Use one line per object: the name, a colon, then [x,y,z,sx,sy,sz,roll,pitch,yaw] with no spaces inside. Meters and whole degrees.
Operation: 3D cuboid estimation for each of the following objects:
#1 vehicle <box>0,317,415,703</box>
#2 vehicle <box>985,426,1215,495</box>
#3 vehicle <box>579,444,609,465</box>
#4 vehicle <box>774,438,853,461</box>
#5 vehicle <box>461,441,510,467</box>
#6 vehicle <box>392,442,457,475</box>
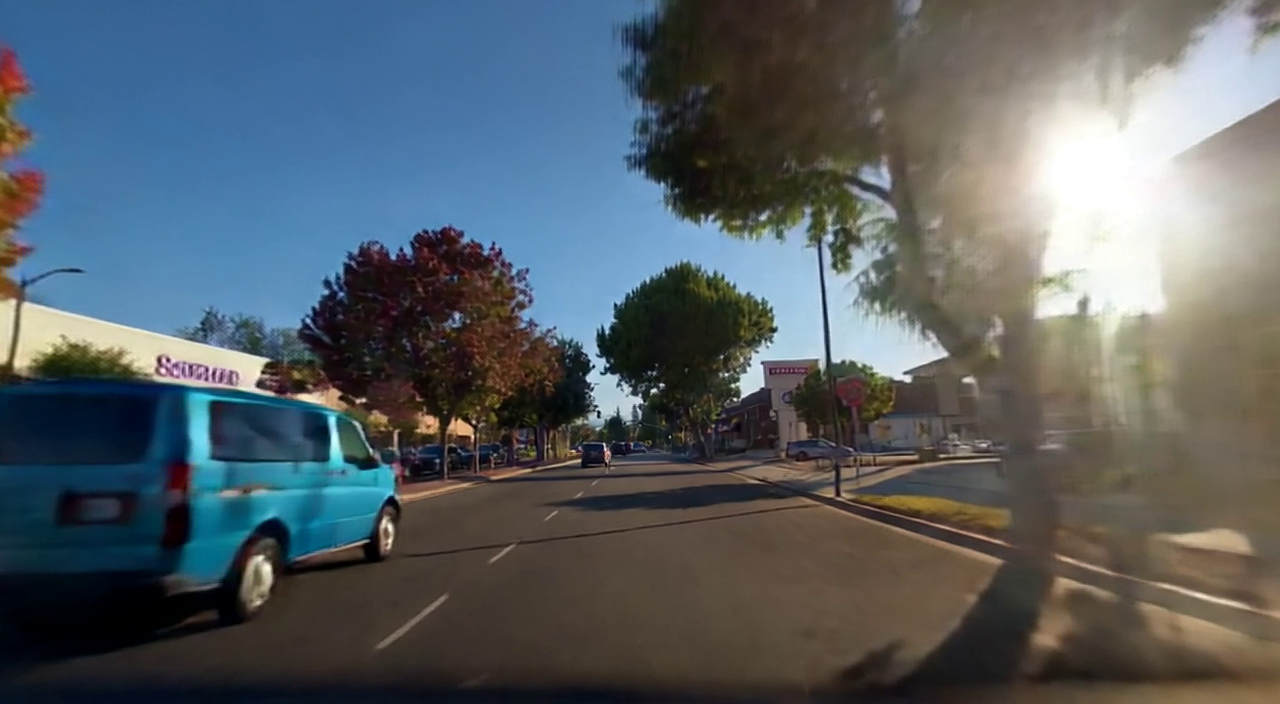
vehicle: [-3.979,1.169,5.568,2.152,1.987,4.952,0,-8,-1]
vehicle: [10.887,2.580,15.116,3.935,1.518,1.985,0,-8,-1]
vehicle: [-3.379,7.660,47.197,1.966,1.481,4.385,0,-8,0]
vehicle: [11.428,6.445,41.591,4.607,1.471,1.982,0,-9,-1]
vehicle: [-11.589,7.705,47.553,2.332,1.815,4.639,-1,-8,3]
vehicle: [-11.615,5.747,34.190,2.044,1.649,4.211,0,-8,0]
